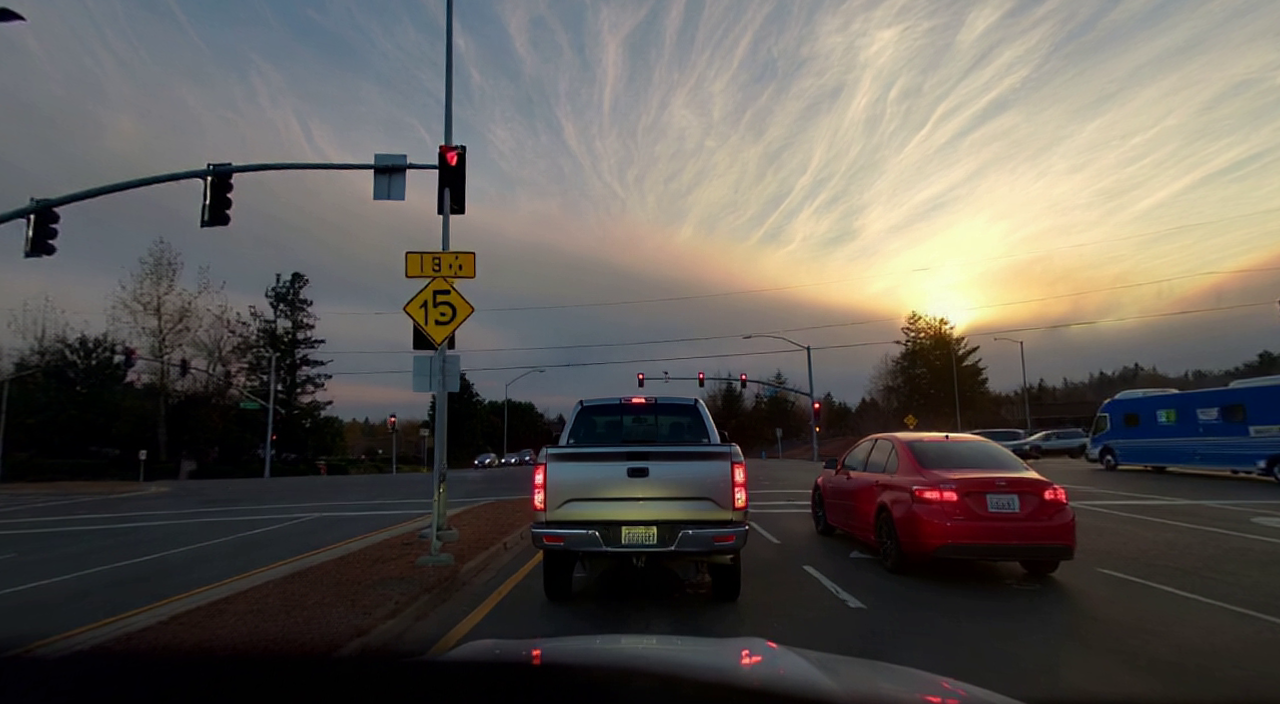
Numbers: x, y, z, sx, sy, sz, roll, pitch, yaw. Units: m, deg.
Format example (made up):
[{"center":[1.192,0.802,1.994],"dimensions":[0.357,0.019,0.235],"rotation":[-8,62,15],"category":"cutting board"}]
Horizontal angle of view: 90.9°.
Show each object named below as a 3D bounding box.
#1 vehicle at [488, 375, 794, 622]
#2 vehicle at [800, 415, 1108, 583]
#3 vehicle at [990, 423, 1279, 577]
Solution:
[{"center":[0.041,1.478,7.373],"dimensions":[2.326,1.880,4.964],"rotation":[0,-8,1],"category":"vehicle"},{"center":[3.569,1.724,8.197],"dimensions":[1.981,1.616,4.006],"rotation":[0,-8,1],"category":"vehicle"},{"center":[6.832,1.749,8.295],"dimensions":[1.973,1.470,4.228],"rotation":[0,-8,-1],"category":"vehicle"}]
